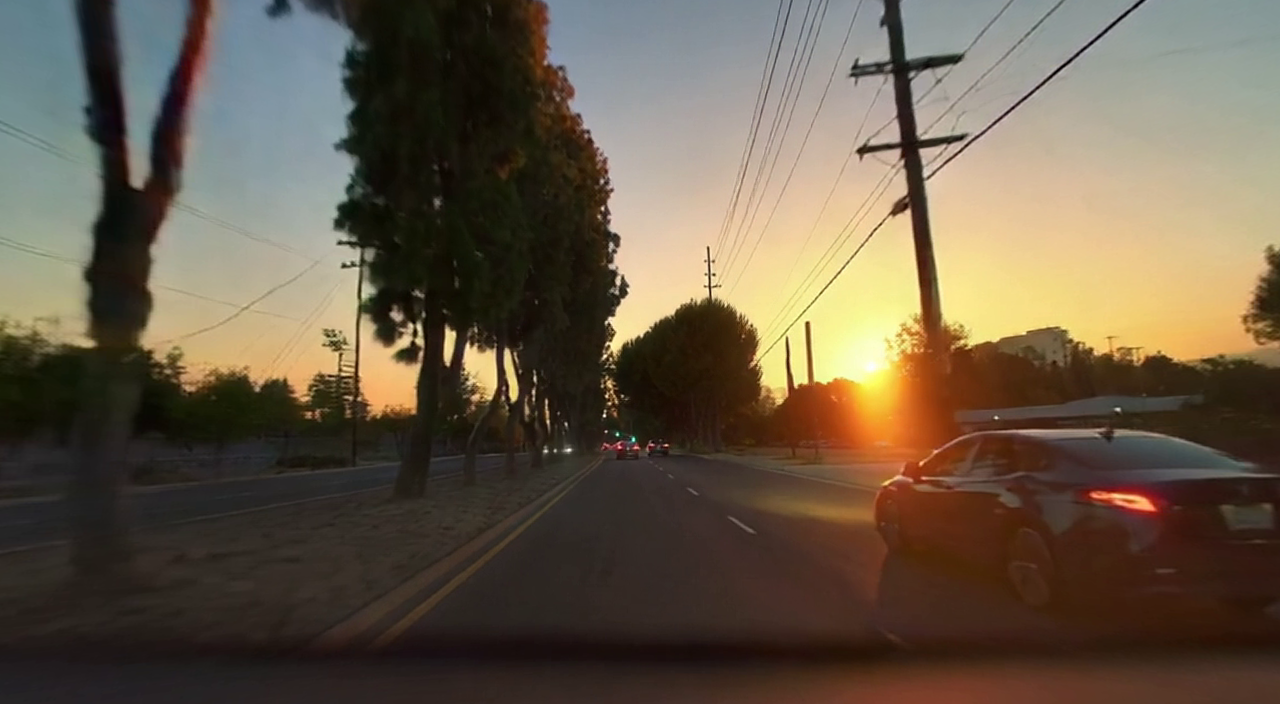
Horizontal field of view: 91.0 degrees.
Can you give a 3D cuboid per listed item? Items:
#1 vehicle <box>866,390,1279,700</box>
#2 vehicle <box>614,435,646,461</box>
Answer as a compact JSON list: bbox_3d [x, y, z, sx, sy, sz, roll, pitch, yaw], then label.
[{"bbox_3d":[4.158,1.373,5.809,2.235,1.597,4.918,0,-9,-1],"label":"vehicle"},{"bbox_3d":[-0.783,6.950,45.602,2.189,1.776,4.342,0,-9,-3],"label":"vehicle"}]
